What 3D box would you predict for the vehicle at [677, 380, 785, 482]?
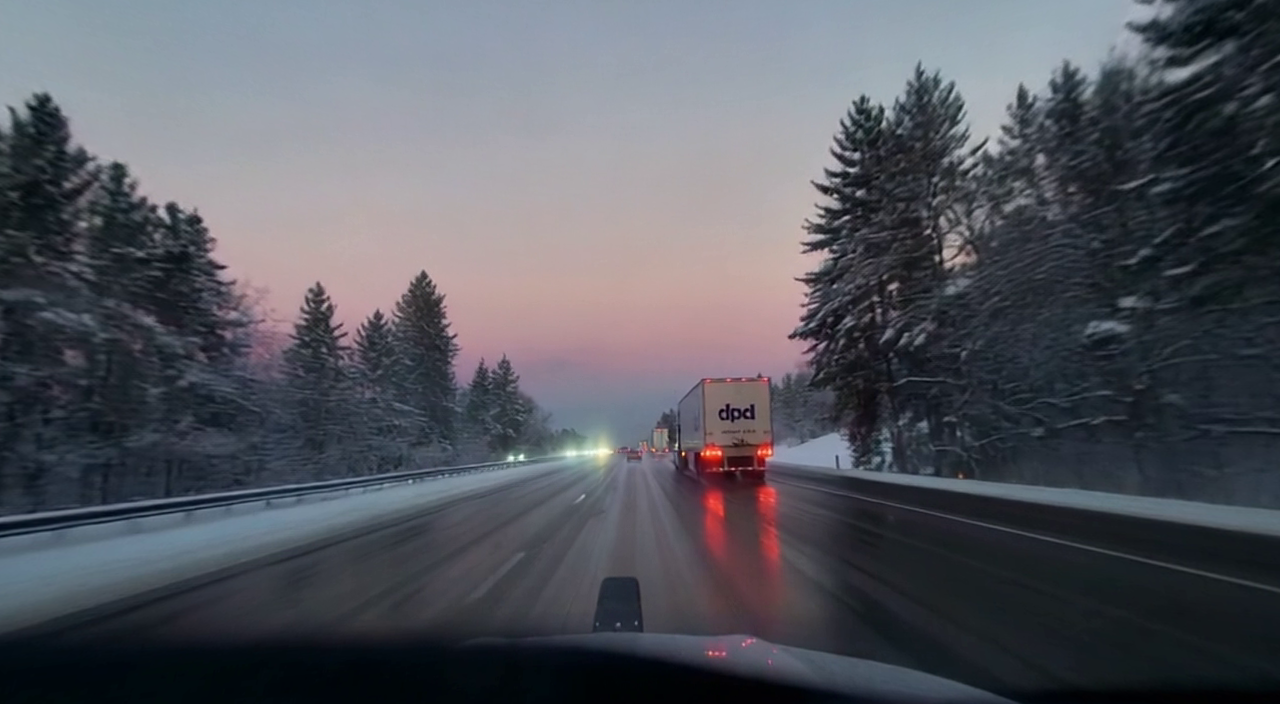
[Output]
[{"bbox_3d":[3.984,4.171,31.723,2.973,4.007,14.076,0,-9,-1],"label":"vehicle"}]
